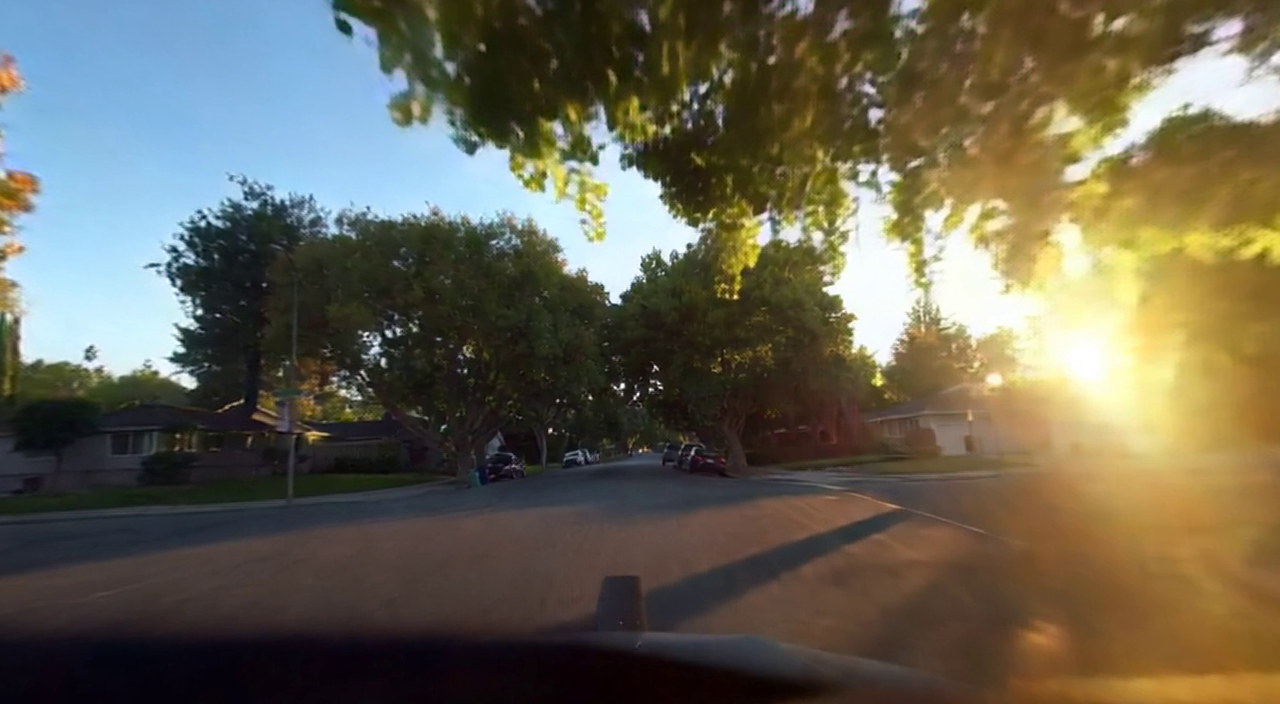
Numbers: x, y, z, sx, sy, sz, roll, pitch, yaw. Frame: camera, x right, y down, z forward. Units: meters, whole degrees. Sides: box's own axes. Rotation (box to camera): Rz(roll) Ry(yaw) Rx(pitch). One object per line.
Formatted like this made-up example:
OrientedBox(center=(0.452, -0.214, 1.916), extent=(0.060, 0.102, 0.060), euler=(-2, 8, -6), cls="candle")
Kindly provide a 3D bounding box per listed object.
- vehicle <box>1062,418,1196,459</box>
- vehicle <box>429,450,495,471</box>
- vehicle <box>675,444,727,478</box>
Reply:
OrientedBox(center=(19.414, 3.499, 25.387), extent=(1.839, 1.466, 4.486), euler=(0, -8, 0), cls="vehicle")
OrientedBox(center=(-13.480, 8.226, 48.109), extent=(4.423, 1.522, 1.961), euler=(0, -9, -1), cls="vehicle")
OrientedBox(center=(2.862, 5.208, 30.438), extent=(1.881, 1.487, 4.183), euler=(0, -9, -3), cls="vehicle")
